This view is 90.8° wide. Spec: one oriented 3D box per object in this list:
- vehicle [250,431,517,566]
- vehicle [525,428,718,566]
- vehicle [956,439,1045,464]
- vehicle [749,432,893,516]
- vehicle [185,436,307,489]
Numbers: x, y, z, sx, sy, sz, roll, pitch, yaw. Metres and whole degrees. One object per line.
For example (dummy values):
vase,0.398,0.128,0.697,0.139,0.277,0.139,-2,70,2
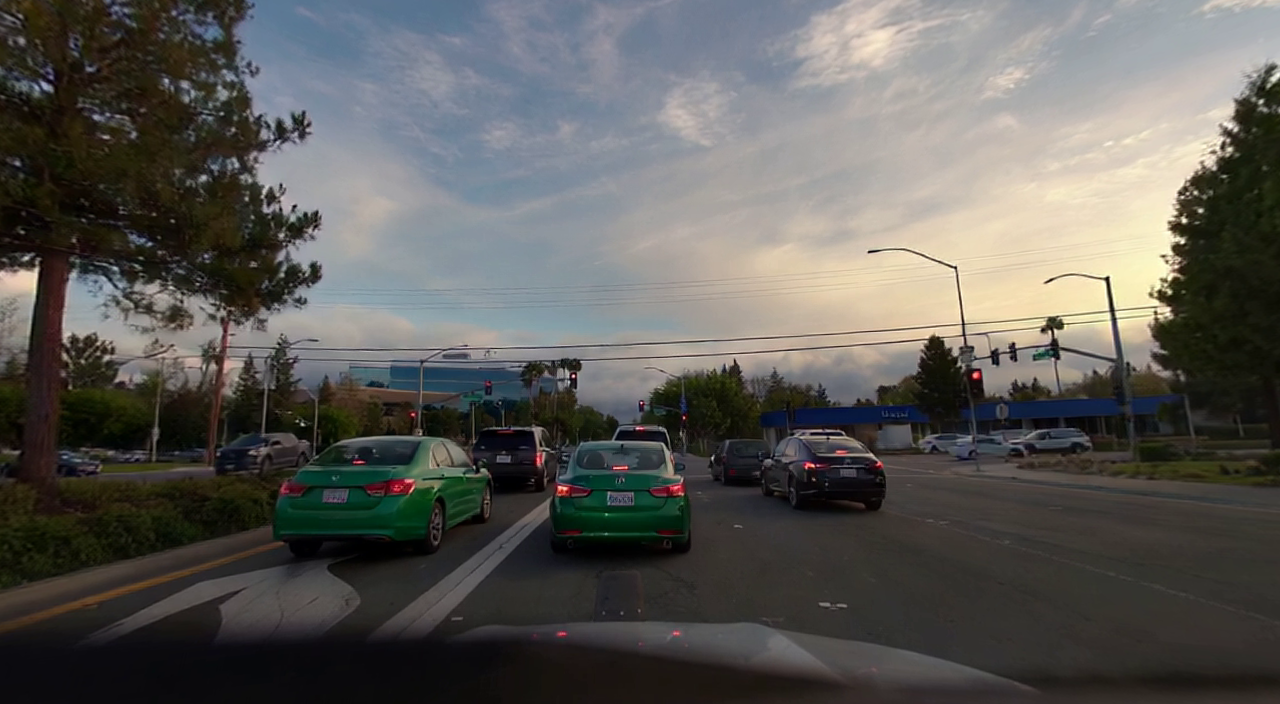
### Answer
vehicle,-3.194,1.891,8.953,1.917,1.441,4.128,-1,-8,2
vehicle,-0.200,1.830,8.702,2.041,1.450,3.847,0,-8,0
vehicle,25.244,6.989,44.473,5.265,1.702,1.930,-4,-9,27
vehicle,3.561,2.467,13.258,1.880,1.476,3.932,0,-8,0
vehicle,-14.112,3.966,23.000,2.082,1.704,4.488,1,-8,-9
